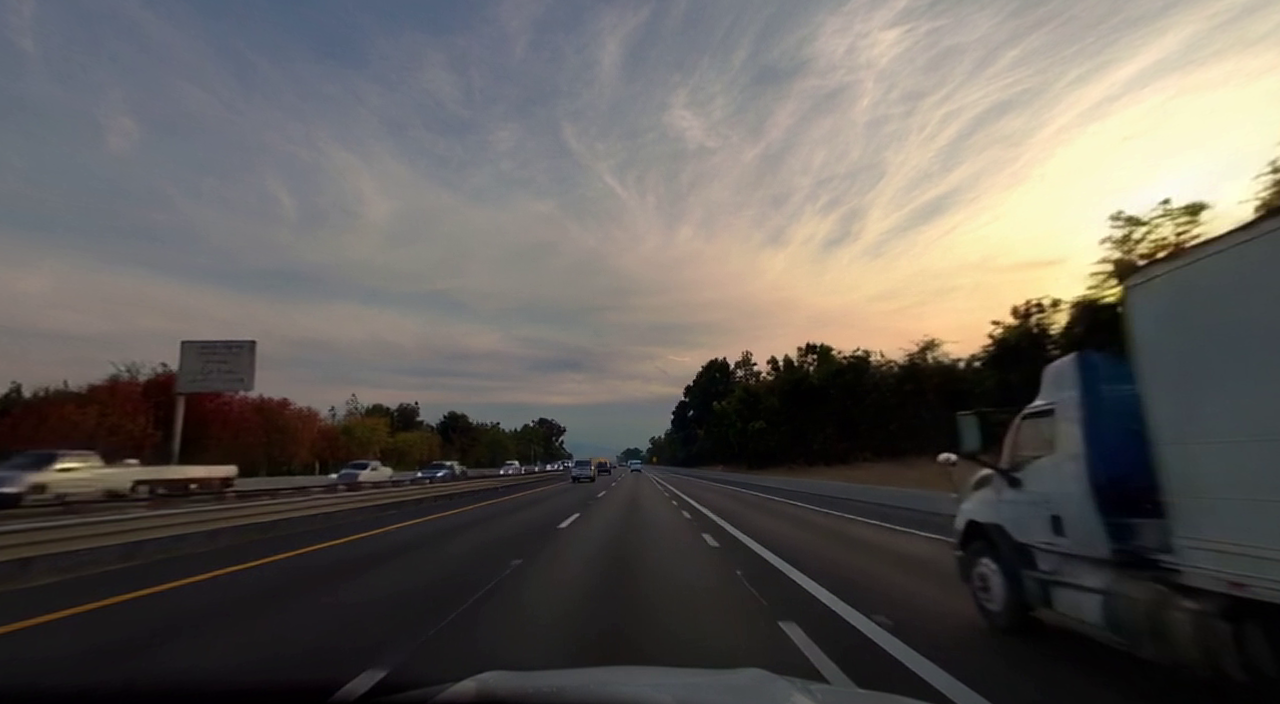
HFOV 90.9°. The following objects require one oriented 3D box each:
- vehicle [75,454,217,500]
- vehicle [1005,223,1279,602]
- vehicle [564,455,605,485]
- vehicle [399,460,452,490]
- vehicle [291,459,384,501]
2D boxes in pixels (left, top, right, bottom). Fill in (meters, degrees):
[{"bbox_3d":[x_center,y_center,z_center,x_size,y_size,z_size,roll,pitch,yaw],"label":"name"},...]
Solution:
[{"bbox_3d":[-19.632,4.995,25.389,1.913,1.608,4.751,1,-10,-1],"label":"vehicle"},{"bbox_3d":[7.645,0.536,5.721,3.093,3.546,9.162,1,-11,0],"label":"vehicle"},{"bbox_3d":[-3.669,7.961,42.502,2.272,1.873,4.832,1,-10,0],"label":"vehicle"},{"bbox_3d":[-12.044,6.939,35.621,1.721,1.570,3.589,1,-10,0],"label":"vehicle"},{"bbox_3d":[-12.289,5.209,25.873,1.879,1.544,3.833,1,-10,0],"label":"vehicle"}]
